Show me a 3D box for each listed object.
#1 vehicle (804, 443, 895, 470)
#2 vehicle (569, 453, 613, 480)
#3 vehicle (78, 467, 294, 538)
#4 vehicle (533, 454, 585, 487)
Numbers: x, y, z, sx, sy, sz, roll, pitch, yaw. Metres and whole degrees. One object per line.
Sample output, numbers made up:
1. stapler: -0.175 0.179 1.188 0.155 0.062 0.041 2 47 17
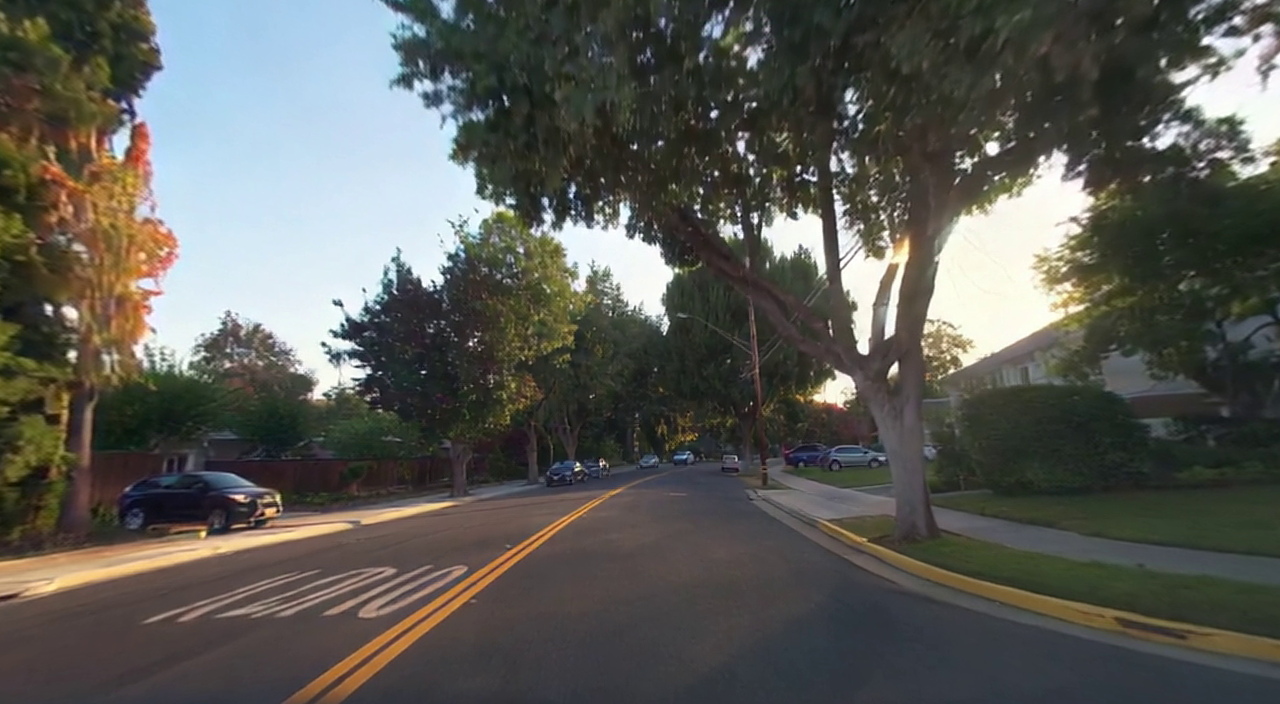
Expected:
1. vehicle: 12.327 6.168 37.425 4.744 1.507 1.953 -1 -8 4
2. vehicle: -3.200 7.740 42.332 1.972 1.536 4.347 -2 -14 8
3. vehicle: -10.585 3.473 14.855 3.947 1.442 1.858 -2 -9 12
4. vehicle: -4.423 6.658 35.154 1.886 1.494 4.149 -2 -14 7
